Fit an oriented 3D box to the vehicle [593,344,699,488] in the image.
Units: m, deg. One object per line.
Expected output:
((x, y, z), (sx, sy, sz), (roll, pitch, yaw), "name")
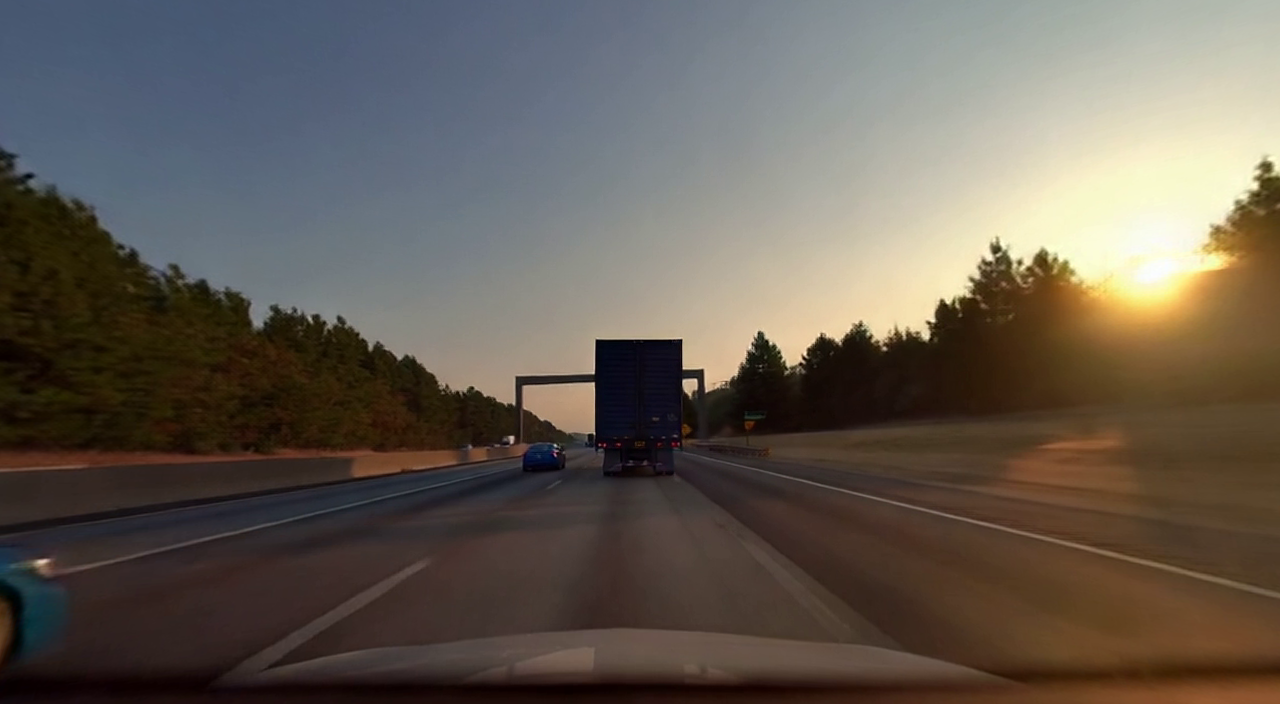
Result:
((0.067, 2.592, 23.739), (3.073, 4.196, 10.546), (0, -8, -1), "vehicle")

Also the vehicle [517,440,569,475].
((-4.601, 5.029, 30.378), (1.854, 1.530, 4.268), (0, -8, 0), "vehicle")
